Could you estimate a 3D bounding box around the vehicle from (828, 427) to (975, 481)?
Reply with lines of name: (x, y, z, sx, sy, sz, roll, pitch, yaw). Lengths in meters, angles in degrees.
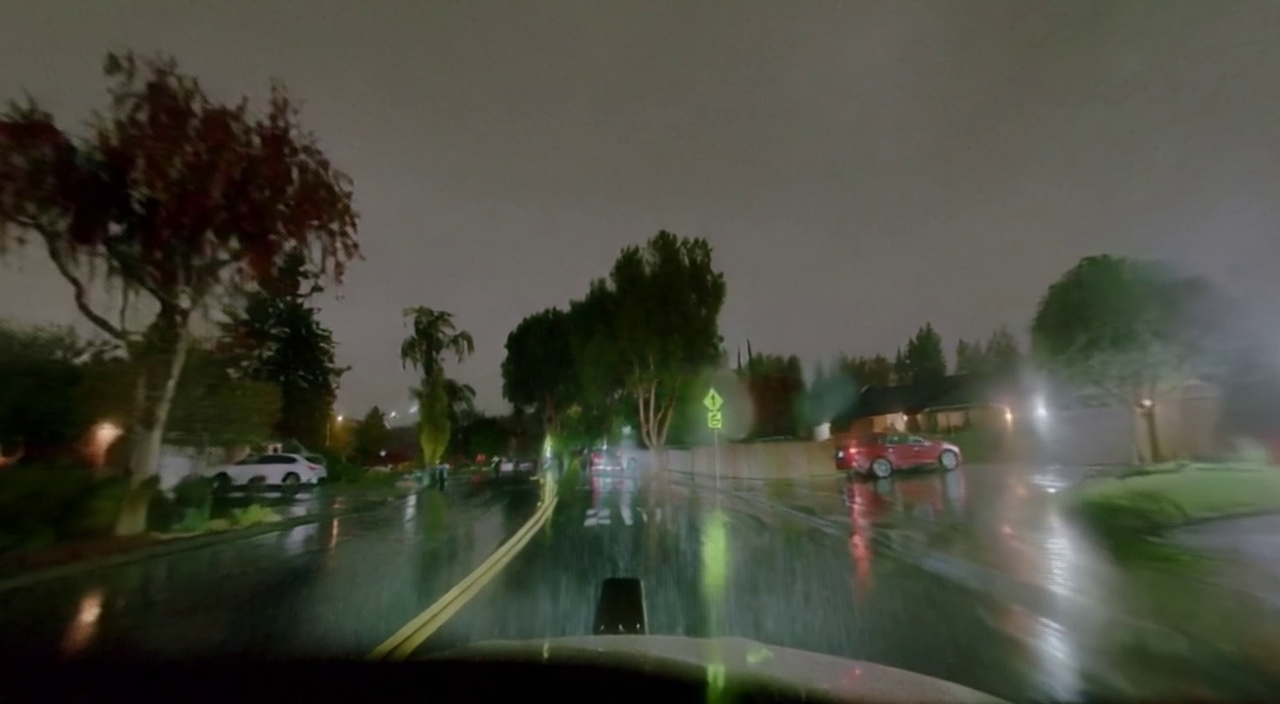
vehicle: (8.900, 3.452, 21.598, 4.284, 1.522, 1.893, -1, -8, -17)

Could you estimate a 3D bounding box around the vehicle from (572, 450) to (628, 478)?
vehicle: (-2.486, 6.670, 37.920, 2.181, 1.494, 5.023, 2, -9, -18)

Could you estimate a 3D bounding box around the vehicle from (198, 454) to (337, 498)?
vehicle: (-15.170, 5.039, 26.049, 4.664, 1.580, 1.973, 3, -9, -23)
